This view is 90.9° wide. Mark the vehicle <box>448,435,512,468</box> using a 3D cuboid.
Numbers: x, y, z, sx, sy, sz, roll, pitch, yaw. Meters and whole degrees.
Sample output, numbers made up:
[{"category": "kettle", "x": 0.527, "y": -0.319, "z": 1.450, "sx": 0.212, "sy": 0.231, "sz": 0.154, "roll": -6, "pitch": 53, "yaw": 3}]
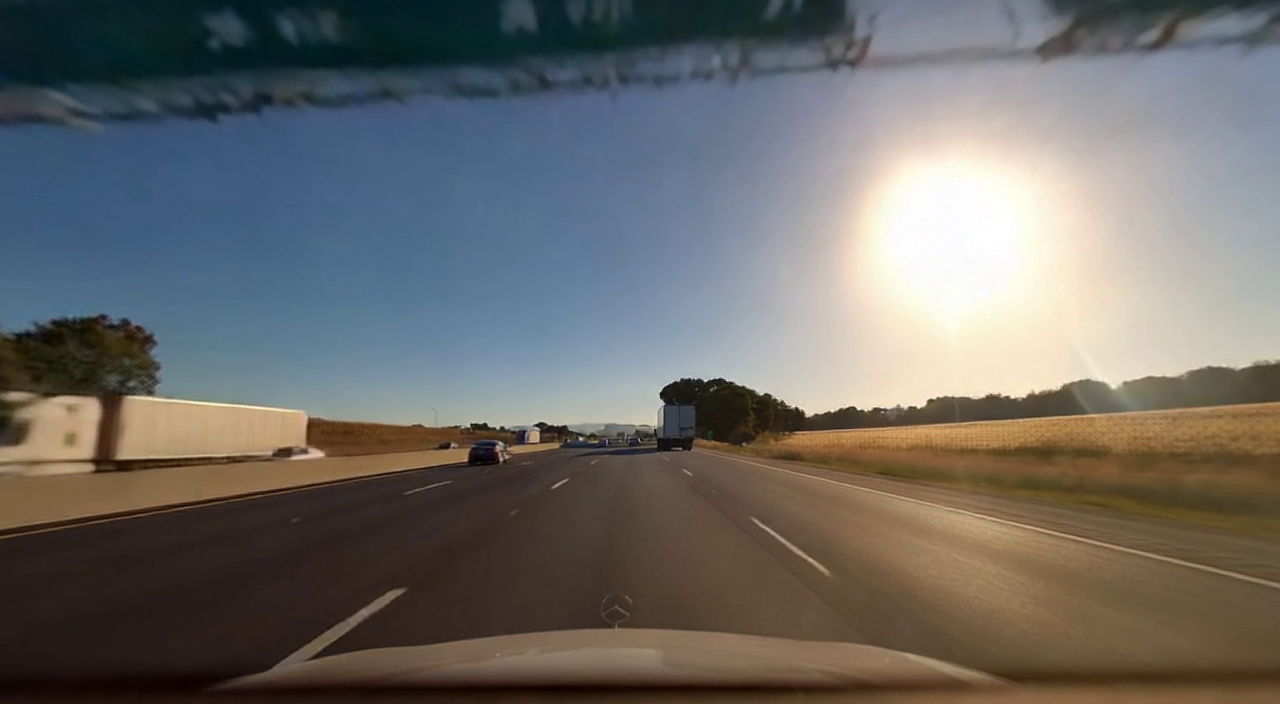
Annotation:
[{"category": "vehicle", "x": -7.617, "y": 4.767, "z": 30.450, "sx": 2.018, "sy": 1.454, "sz": 4.290, "roll": 0, "pitch": -8, "yaw": -1}]

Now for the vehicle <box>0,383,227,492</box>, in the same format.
[{"category": "vehicle", "x": -23.228, "y": 3.778, "z": 28.000, "sx": 2.993, "sy": 3.934, "sz": 10.018, "roll": 0, "pitch": -8, "yaw": -1}]

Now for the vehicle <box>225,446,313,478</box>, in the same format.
[{"category": "vehicle", "x": -19.102, "y": 5.658, "z": 32.717, "sx": 1.826, "sy": 1.444, "sz": 4.605, "roll": 0, "pitch": -8, "yaw": 0}]
